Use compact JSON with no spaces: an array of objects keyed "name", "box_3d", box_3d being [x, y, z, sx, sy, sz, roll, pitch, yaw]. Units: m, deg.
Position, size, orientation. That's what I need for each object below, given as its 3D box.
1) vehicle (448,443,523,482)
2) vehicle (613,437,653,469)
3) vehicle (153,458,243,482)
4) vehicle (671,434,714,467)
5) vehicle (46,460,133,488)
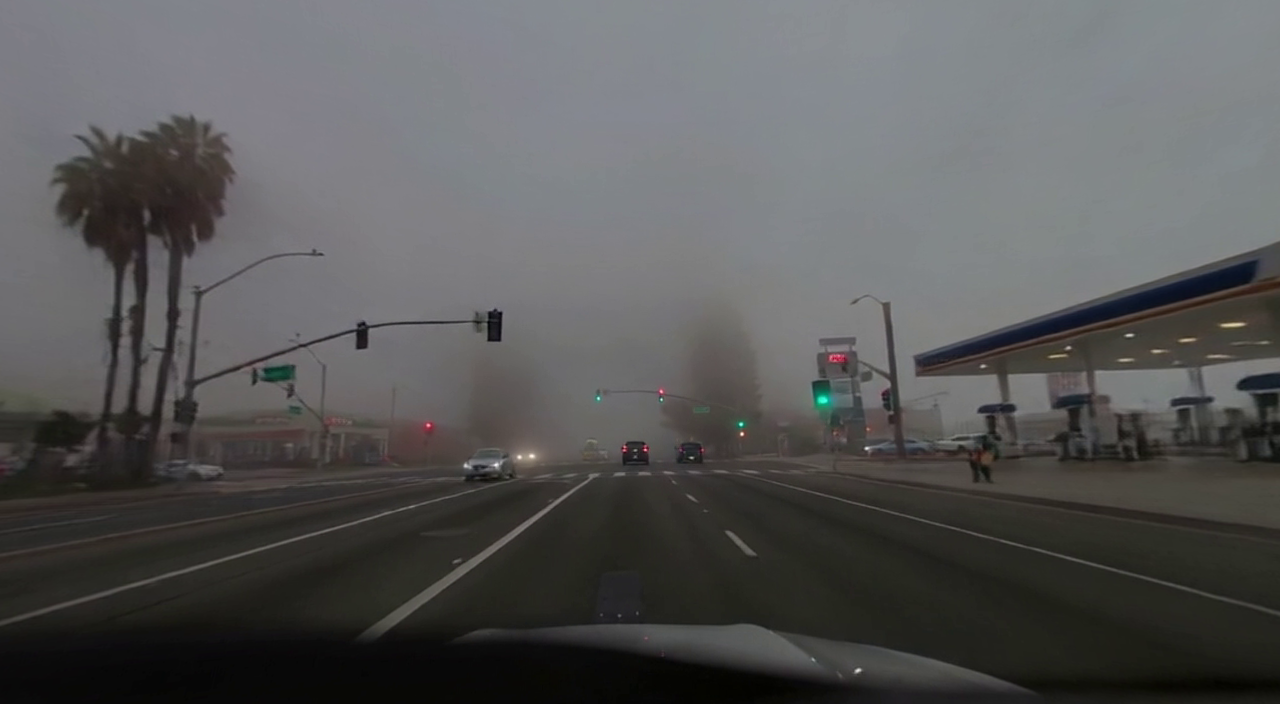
[{"name":"vehicle","box_3d":[-6.319,4.572,26.497,1.979,1.480,4.553,0,-8,0]},{"name":"vehicle","box_3d":[-0.421,5.838,36.669,2.177,1.754,3.815,0,-8,-1]},{"name":"vehicle","box_3d":[-28.491,7.603,40.876,4.314,1.449,1.978,0,-8,-1]},{"name":"vehicle","box_3d":[3.233,6.236,40.229,2.190,1.913,5.174,0,-8,-1]},{"name":"vehicle","box_3d":[-35.238,7.827,40.574,3.867,1.477,1.781,-3,-9,-2]}]
